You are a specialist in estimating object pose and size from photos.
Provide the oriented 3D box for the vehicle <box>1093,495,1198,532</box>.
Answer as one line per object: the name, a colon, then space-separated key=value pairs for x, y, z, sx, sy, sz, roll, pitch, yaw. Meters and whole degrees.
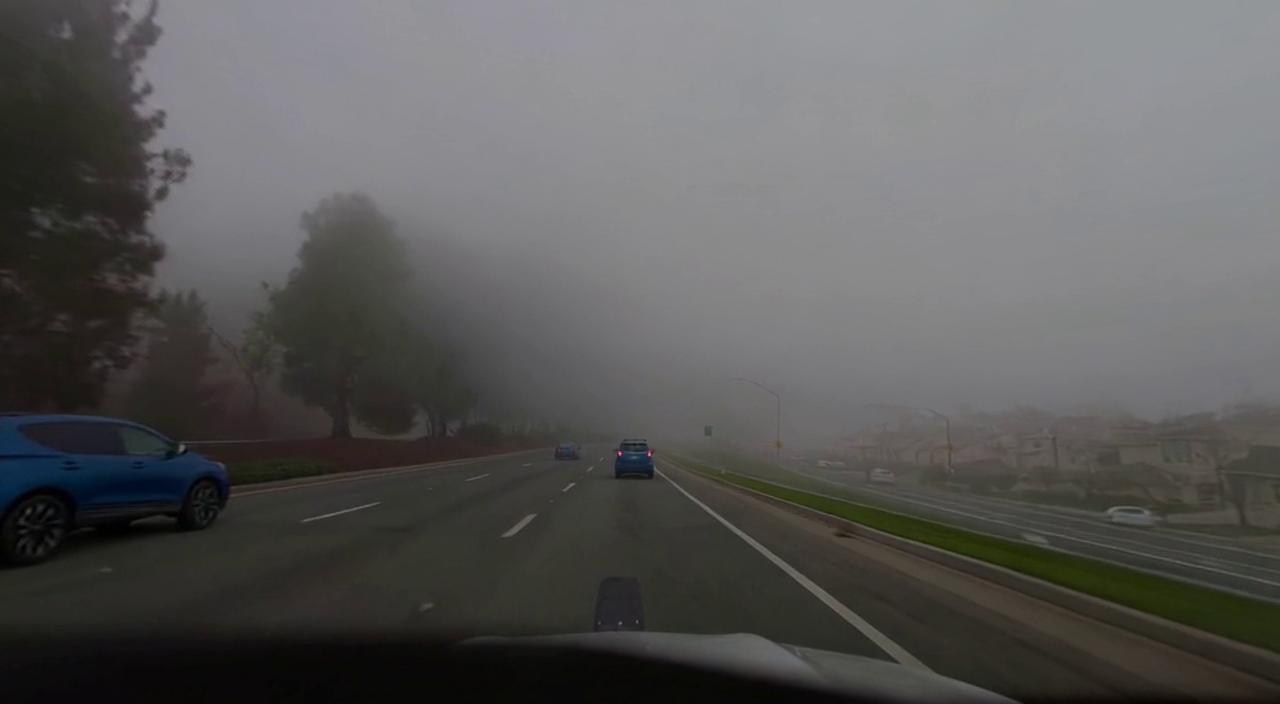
vehicle: x=27.879 y=8.903 z=35.054 sx=1.845 sy=1.533 sz=4.455 roll=1 pitch=-8 yaw=-6

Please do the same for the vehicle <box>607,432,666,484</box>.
vehicle: x=-0.129 y=4.127 z=24.920 sx=2.125 sy=1.830 sz=4.370 roll=0 pitch=-8 yaw=0

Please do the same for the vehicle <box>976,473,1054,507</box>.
vehicle: x=26.564 y=9.749 z=44.962 sx=1.858 sy=1.849 sz=4.942 roll=1 pitch=-7 yaw=-11

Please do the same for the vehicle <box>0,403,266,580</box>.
vehicle: x=-7.034 y=1.564 z=7.632 sx=1.997 sy=1.650 sz=5.090 roll=0 pitch=-8 yaw=-1

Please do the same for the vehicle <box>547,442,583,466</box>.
vehicle: x=-5.226 y=7.142 z=44.538 sx=2.123 sy=1.592 sz=4.505 roll=0 pitch=-8 yaw=-1

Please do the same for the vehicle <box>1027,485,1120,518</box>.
vehicle: x=27.209 y=9.390 z=39.881 sx=1.874 sy=1.577 sz=4.877 roll=2 pitch=-8 yaw=-9
